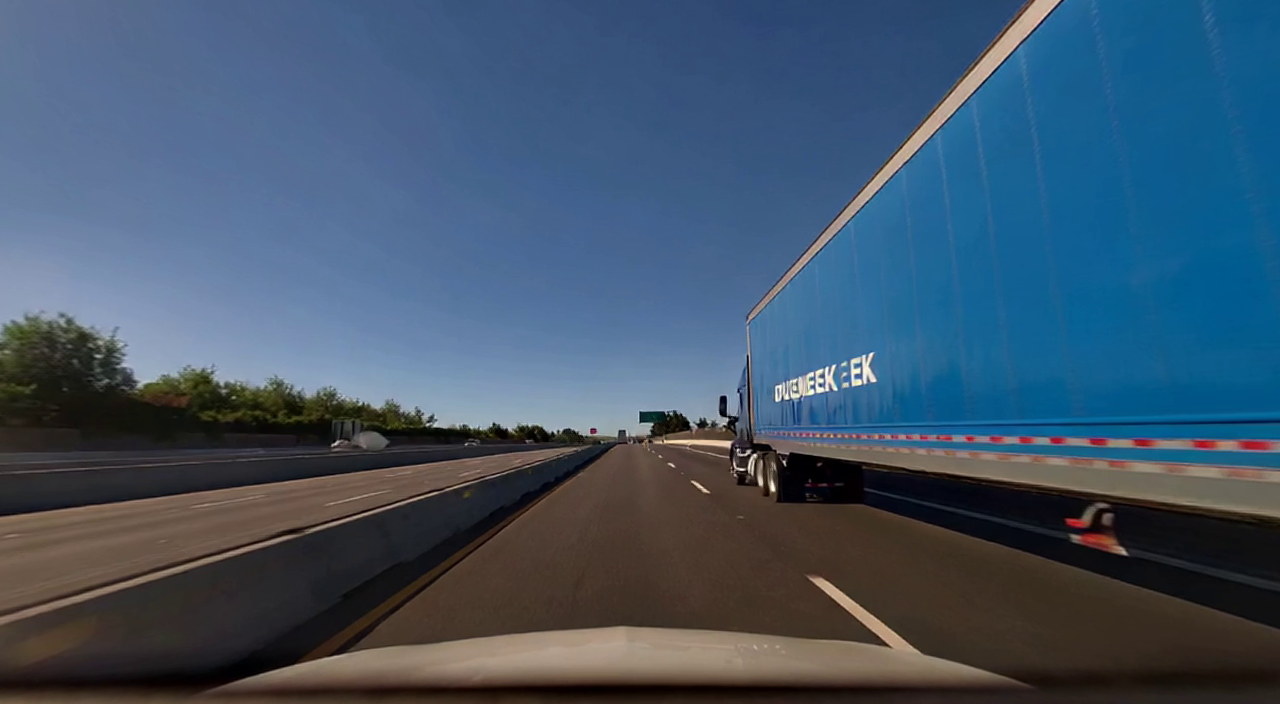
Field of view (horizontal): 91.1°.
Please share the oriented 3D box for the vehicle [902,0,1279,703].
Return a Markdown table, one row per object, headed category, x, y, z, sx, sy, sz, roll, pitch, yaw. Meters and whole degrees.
| category | x | y | z | sx | sy | sz | roll | pitch | yaw |
| --- | --- | --- | --- | --- | --- | --- | --- | --- | --- |
| vehicle | 4.004 | -0.665 | 1.255 | 2.946 | 4.135 | 8.808 | 0 | -8 | -1 |
